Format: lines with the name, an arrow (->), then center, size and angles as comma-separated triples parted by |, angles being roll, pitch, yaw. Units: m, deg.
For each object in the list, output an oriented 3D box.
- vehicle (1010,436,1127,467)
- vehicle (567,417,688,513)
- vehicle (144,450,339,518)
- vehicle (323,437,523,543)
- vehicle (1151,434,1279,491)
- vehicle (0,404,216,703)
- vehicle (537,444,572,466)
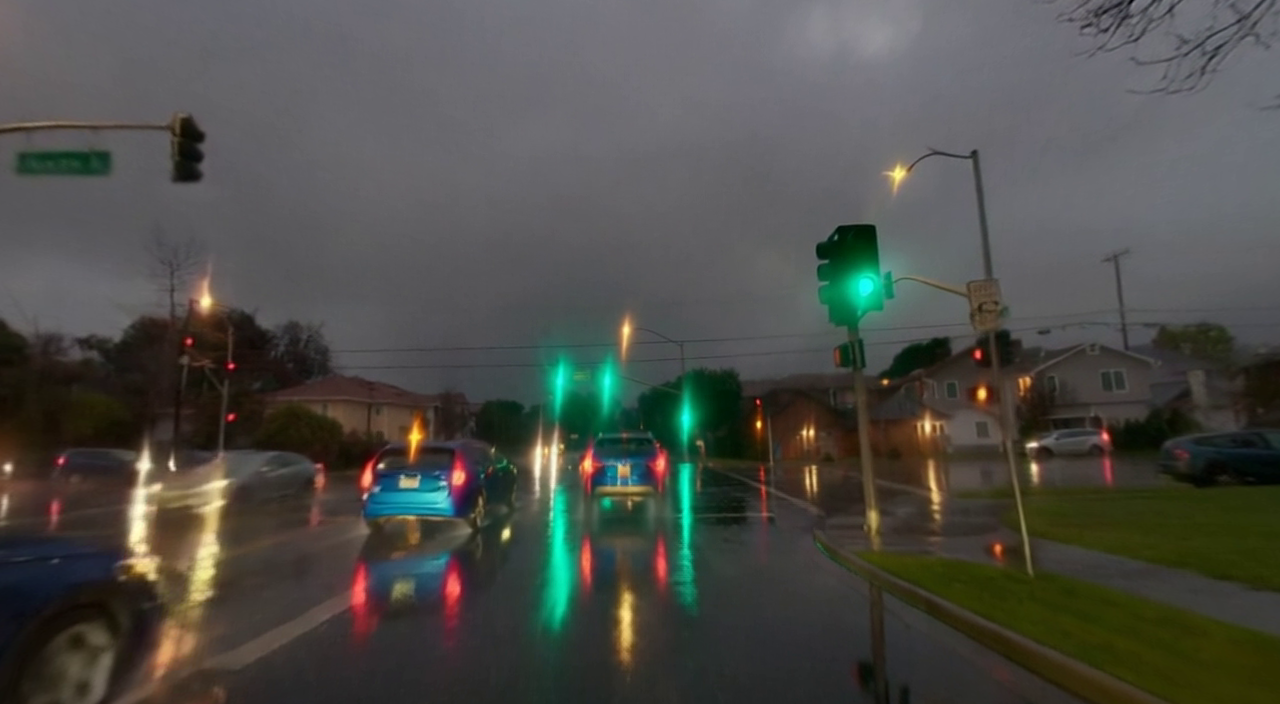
vehicle -> 21.190, 4.937, 31.427 | 4.353, 1.431, 1.876 | -2, -9, 14
vehicle -> -0.259, 2.577, 14.894 | 2.396, 1.881, 4.606 | 0, -8, 0
vehicle -> -10.085, 3.335, 16.567 | 2.028, 1.474, 4.637 | 0, -8, 1
vehicle -> -3.416, 2.241, 10.995 | 1.934, 1.459, 4.368 | 0, -8, 0
vehicle -> 17.142, 2.964, 17.060 | 4.715, 1.439, 1.874 | -2, -9, 14
vehicle -> -3.398, 0.767, 1.132 | 1.977, 1.488, 4.741 | 0, -8, 0
vehicle -> -6.727, 8.116, 49.946 | 2.069, 1.651, 4.431 | 0, -8, 1
